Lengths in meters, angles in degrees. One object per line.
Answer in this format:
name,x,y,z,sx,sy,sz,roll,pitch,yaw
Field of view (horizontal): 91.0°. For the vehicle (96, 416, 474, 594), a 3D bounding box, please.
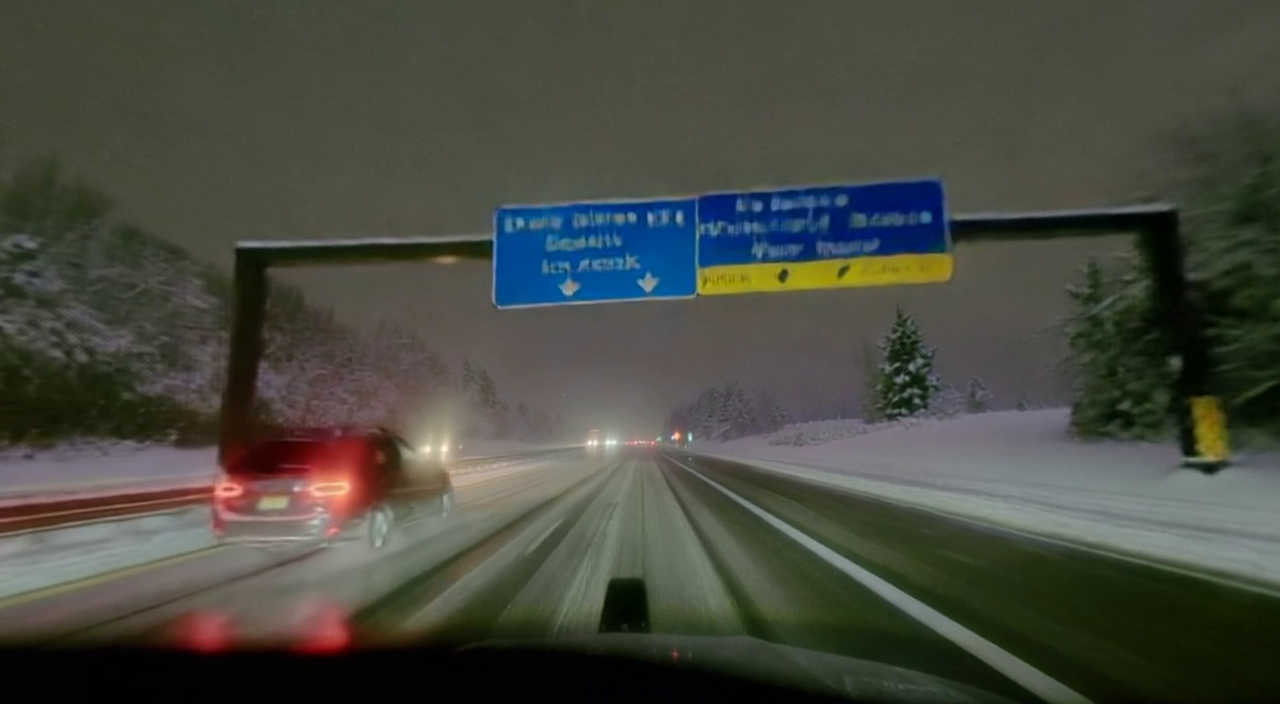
vehicle,-3.683,1.645,7.684,2.051,1.531,4.250,0,-8,1
